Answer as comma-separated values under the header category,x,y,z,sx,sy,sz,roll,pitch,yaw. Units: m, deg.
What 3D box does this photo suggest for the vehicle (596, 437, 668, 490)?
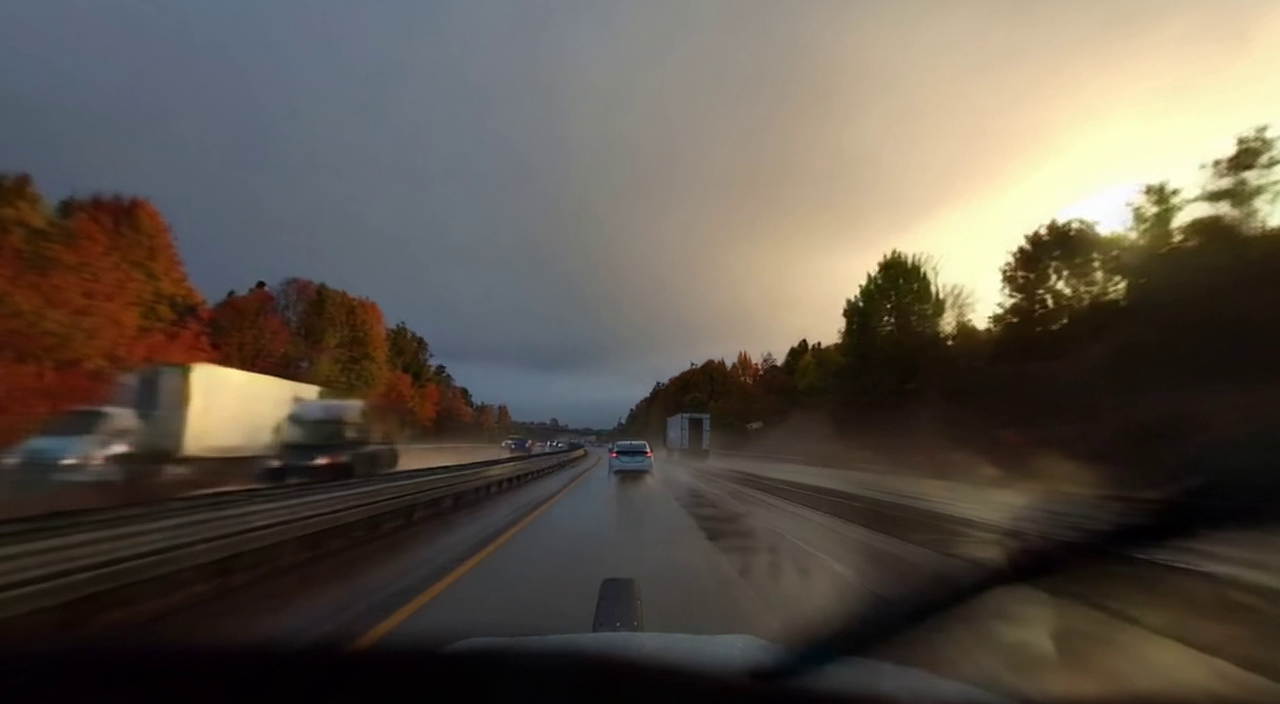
category,x,y,z,sx,sy,sz,roll,pitch,yaw
vehicle,-0.276,3.583,20.407,2.099,1.506,4.097,0,-9,-1

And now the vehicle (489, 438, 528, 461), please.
category,x,y,z,sx,sy,sz,roll,pitch,yaw
vehicle,-9.489,7.131,45.644,1.947,1.565,4.155,0,-9,0

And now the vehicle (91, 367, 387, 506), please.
category,x,y,z,sx,sy,sz,roll,pitch,yaw
vehicle,-8.805,2.094,15.117,2.433,2.536,7.064,0,-9,0
